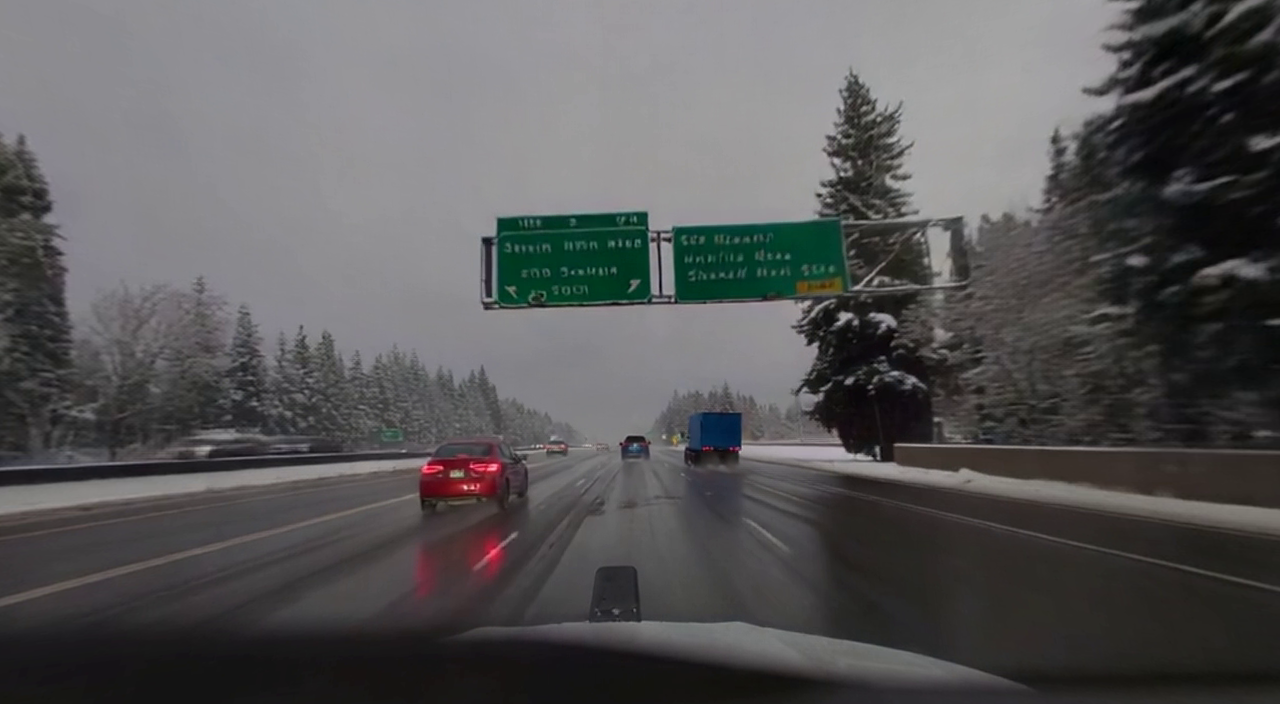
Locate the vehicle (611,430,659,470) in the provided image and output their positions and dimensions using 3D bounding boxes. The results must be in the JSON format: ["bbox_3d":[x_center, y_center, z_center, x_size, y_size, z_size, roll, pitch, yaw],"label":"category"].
[{"bbox_3d":[-0.259,4.827,31.304,2.203,1.805,4.358,0,-9,0],"label":"vehicle"}]

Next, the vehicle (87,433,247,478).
[{"bbox_3d":[-20.108,4.434,27.383,2.356,1.717,6.037,0,-9,-1],"label":"vehicle"}]

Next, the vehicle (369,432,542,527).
[{"bbox_3d":[-3.141,2.264,11.863,1.864,1.406,4.544,0,-9,0],"label":"vehicle"}]

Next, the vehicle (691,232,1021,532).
[{"bbox_3d":[3.467,1.448,16.072,2.876,4.086,15.117,0,-9,-1],"label":"vehicle"}]

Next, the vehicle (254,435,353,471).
[{"bbox_3d":[-16.865,5.103,32.047,2.137,1.629,5.334,0,-9,0],"label":"vehicle"}]
